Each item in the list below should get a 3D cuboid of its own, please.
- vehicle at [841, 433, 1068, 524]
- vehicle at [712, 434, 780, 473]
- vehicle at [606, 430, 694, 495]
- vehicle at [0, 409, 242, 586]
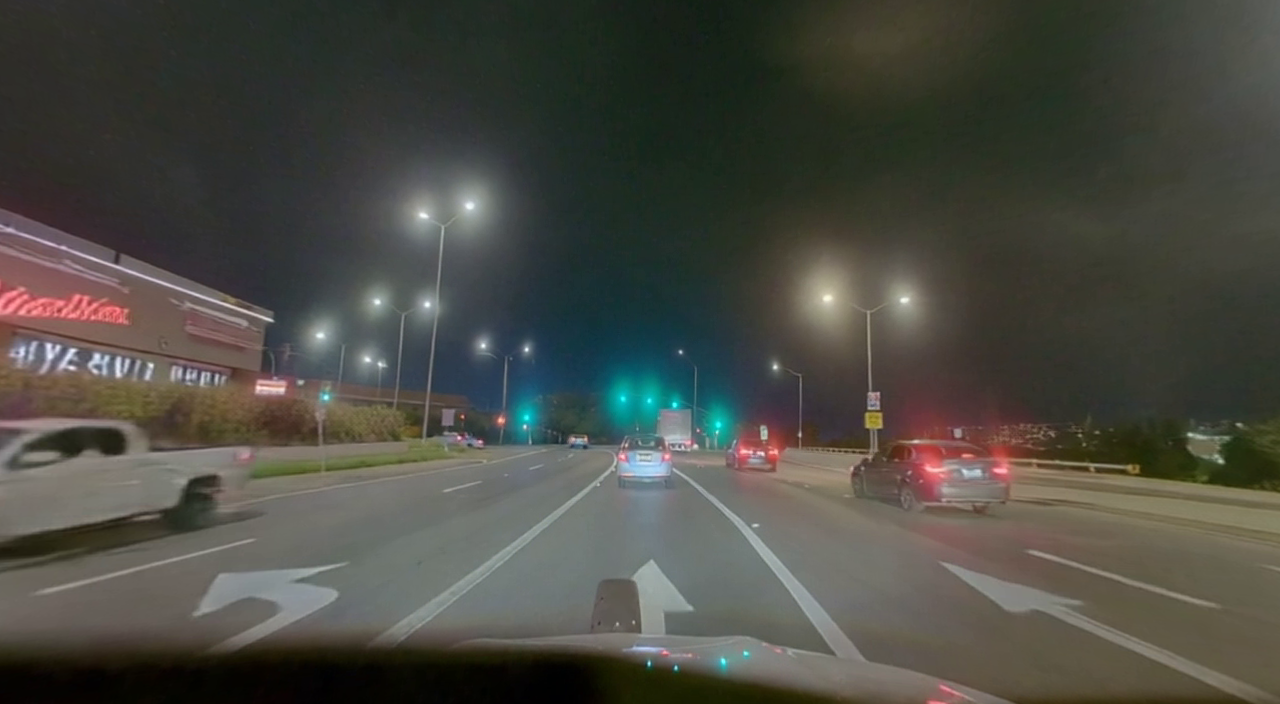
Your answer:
[{"bbox_3d":[5.822,2.365,12.558,2.081,1.434,4.833,0,-8,1],"label":"vehicle"},{"bbox_3d":[4.258,4.118,25.939,1.889,1.480,3.876,1,-8,-4],"label":"vehicle"},{"bbox_3d":[0.233,2.750,16.122,1.991,1.472,3.518,0,-8,0],"label":"vehicle"},{"bbox_3d":[-6.426,1.352,6.188,1.980,1.499,4.417,0,-8,3],"label":"vehicle"}]
